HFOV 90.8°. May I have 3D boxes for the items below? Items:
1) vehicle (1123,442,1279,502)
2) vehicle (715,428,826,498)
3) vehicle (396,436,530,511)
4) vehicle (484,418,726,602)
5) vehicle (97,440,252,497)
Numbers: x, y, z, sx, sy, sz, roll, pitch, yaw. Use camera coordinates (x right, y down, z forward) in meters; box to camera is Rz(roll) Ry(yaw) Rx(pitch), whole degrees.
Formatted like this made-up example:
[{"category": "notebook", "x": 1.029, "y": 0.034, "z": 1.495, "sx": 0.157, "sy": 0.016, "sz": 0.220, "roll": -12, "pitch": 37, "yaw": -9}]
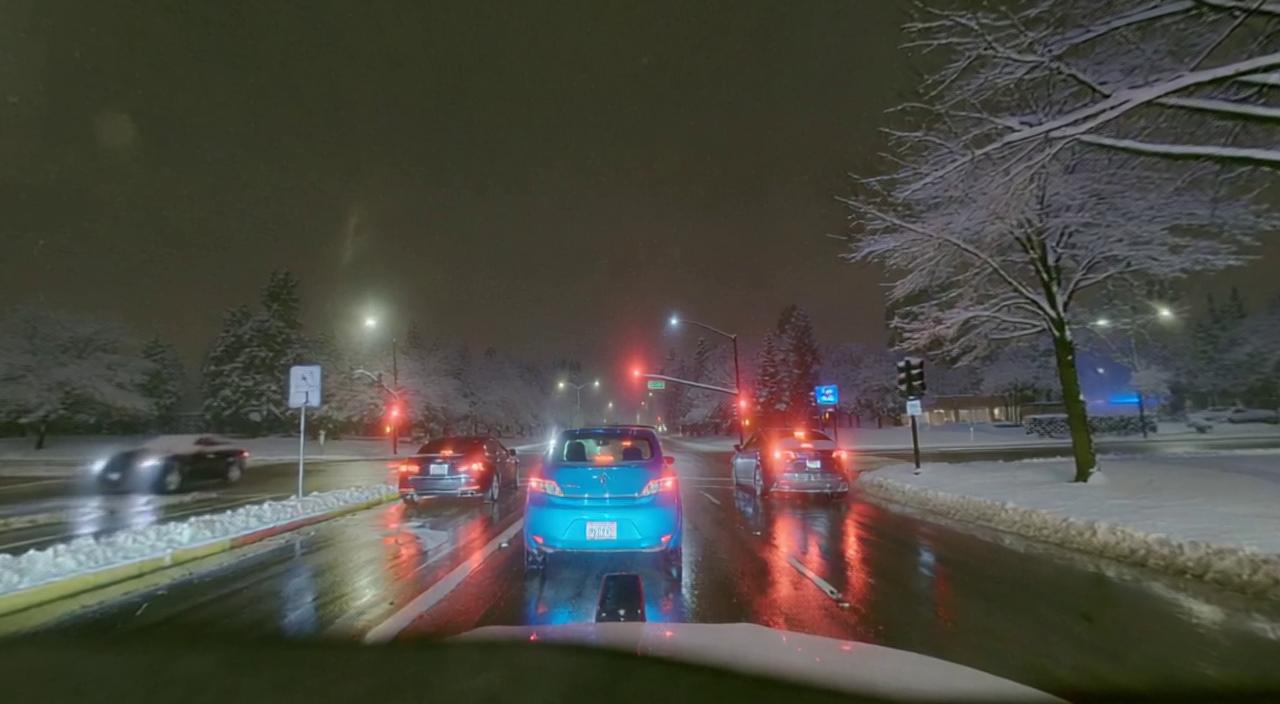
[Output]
[{"category": "vehicle", "x": 15.180, "y": 3.032, "z": 16.272, "sx": 3.951, "sy": 1.418, "sz": 1.842, "roll": 0, "pitch": -8, "yaw": -3}, {"category": "vehicle", "x": 3.421, "y": 3.011, "z": 17.507, "sx": 2.028, "sy": 1.678, "sz": 4.220, "roll": 0, "pitch": -8, "yaw": -2}, {"category": "vehicle", "x": -3.782, "y": 2.659, "z": 14.271, "sx": 1.998, "sy": 1.452, "sz": 3.773, "roll": 0, "pitch": -8, "yaw": -1}, {"category": "vehicle", "x": -0.355, "y": 1.642, "z": 7.503, "sx": 2.045, "sy": 1.533, "sz": 4.183, "roll": 0, "pitch": -8, "yaw": -2}, {"category": "vehicle", "x": -16.260, "y": 4.042, "z": 22.447, "sx": 2.101, "sy": 1.776, "sz": 4.550, "roll": 0, "pitch": -8, "yaw": -2}]
